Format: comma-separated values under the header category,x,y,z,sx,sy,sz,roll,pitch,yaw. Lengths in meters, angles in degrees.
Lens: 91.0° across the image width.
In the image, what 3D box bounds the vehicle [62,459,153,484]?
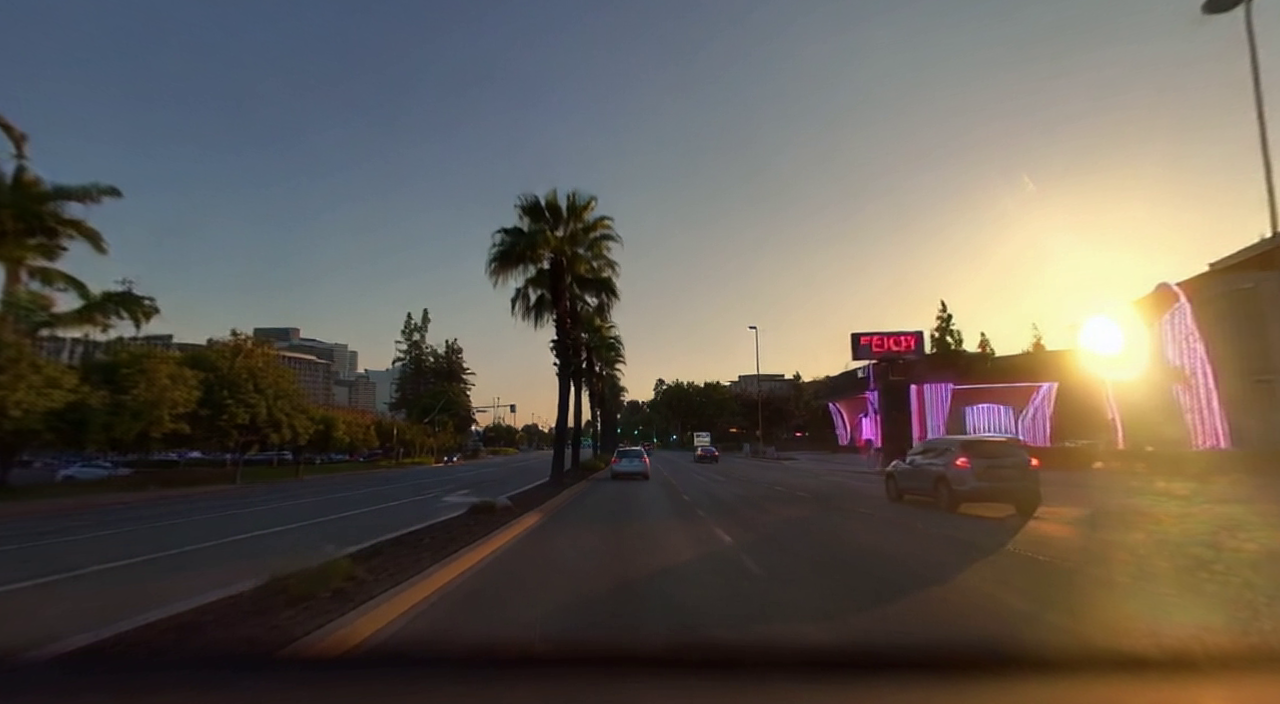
category,x,y,z,sx,sy,sz,roll,pitch,yaw
vehicle,-33.550,7.526,39.733,3.986,1.432,1.885,0,-9,0

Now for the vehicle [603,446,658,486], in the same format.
category,x,y,z,sx,sy,sz,roll,pitch,yaw
vehicle,-0.348,4.376,24.395,1.970,1.402,3.756,0,-8,0

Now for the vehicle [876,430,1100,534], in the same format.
category,x,y,z,sx,sy,sz,roll,pitch,yaw
vehicle,6.305,2.365,12.038,1.949,1.647,3.894,0,-9,-2
